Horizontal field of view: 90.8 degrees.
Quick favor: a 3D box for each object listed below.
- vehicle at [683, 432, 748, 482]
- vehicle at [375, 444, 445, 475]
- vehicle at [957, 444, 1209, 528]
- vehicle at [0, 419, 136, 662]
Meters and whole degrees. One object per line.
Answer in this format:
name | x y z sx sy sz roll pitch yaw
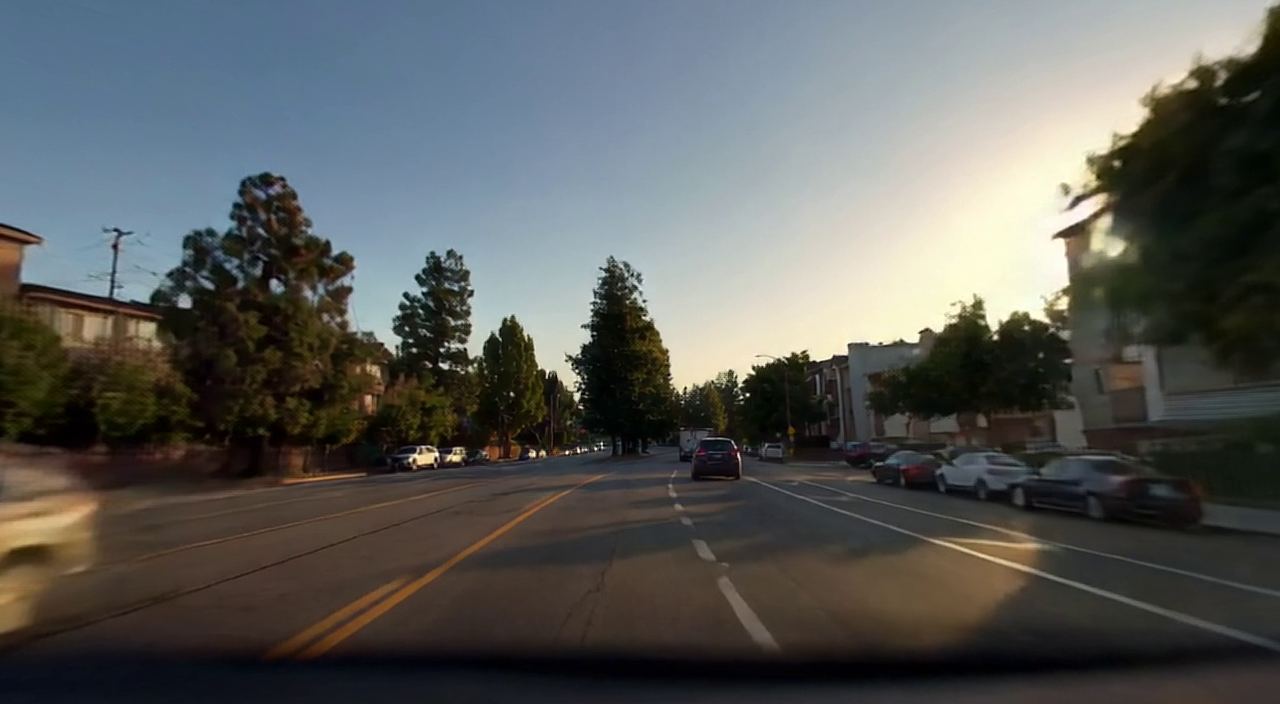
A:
vehicle | 2.883 4.106 25.022 2.085 1.763 4.490 0 -8 1
vehicle | -16.219 7.560 44.967 2.239 1.926 6.159 -2 -8 5
vehicle | 9.146 2.748 13.732 1.996 1.474 4.771 0 -8 0
vehicle | -4.985 1.006 2.779 1.958 1.501 4.294 0 -8 0
